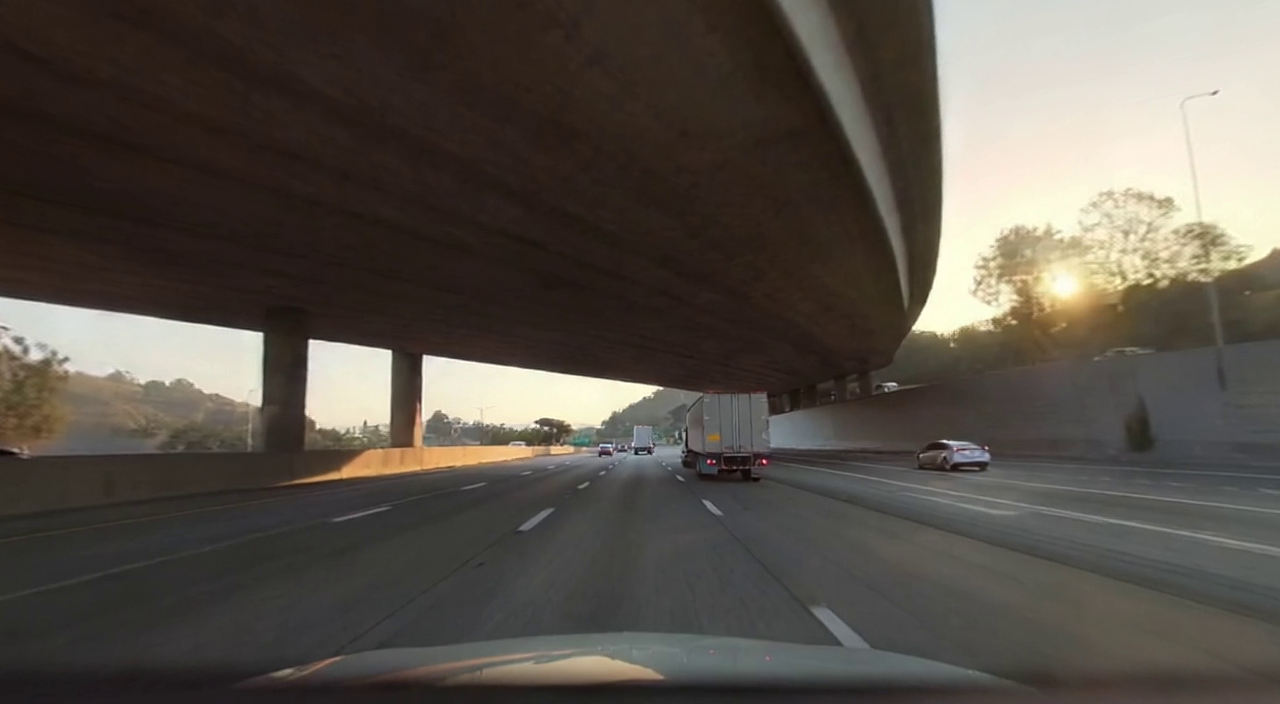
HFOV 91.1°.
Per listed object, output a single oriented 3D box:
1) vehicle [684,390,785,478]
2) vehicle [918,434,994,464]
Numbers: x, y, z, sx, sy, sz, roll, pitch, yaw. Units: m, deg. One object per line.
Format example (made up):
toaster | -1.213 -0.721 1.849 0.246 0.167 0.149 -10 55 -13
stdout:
vehicle | 4.021 3.951 29.629 3.049 3.395 10.595 0 -8 0
vehicle | 17.615 5.468 35.265 2.021 1.549 4.322 1 -9 1
